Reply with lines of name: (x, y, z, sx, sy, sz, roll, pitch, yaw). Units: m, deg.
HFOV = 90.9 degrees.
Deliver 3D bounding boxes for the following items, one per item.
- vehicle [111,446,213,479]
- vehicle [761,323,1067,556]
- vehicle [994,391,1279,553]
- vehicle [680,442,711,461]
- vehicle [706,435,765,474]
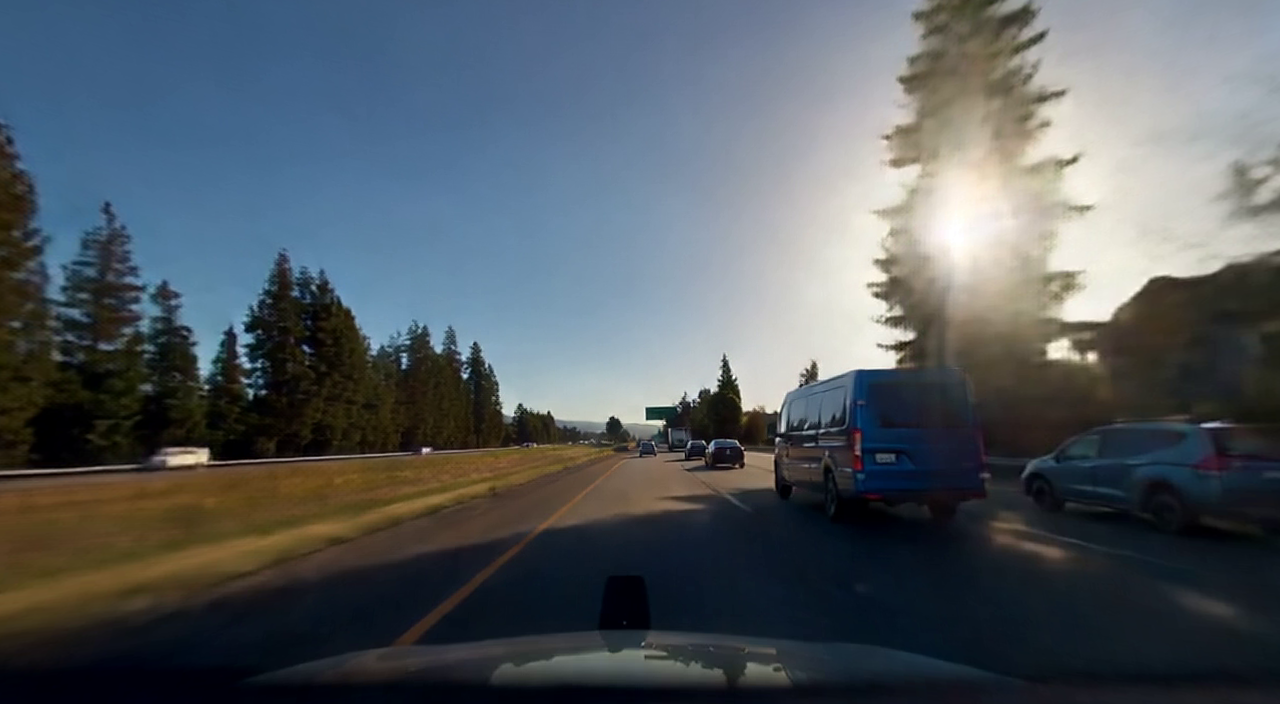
vehicle: (-28.081, 6.457, 37.292, 2.108, 1.792, 4.957, 0, -8, 1)
vehicle: (3.699, 1.417, 10.255, 2.302, 2.670, 5.912, 0, -8, 1)
vehicle: (7.995, 1.752, 9.820, 2.212, 1.902, 4.654, 0, -8, 0)
vehicle: (4.271, 7.752, 49.342, 2.050, 1.448, 4.123, 0, -8, 0)
vehicle: (4.401, 4.787, 29.661, 2.034, 1.651, 4.342, 0, -8, -1)
